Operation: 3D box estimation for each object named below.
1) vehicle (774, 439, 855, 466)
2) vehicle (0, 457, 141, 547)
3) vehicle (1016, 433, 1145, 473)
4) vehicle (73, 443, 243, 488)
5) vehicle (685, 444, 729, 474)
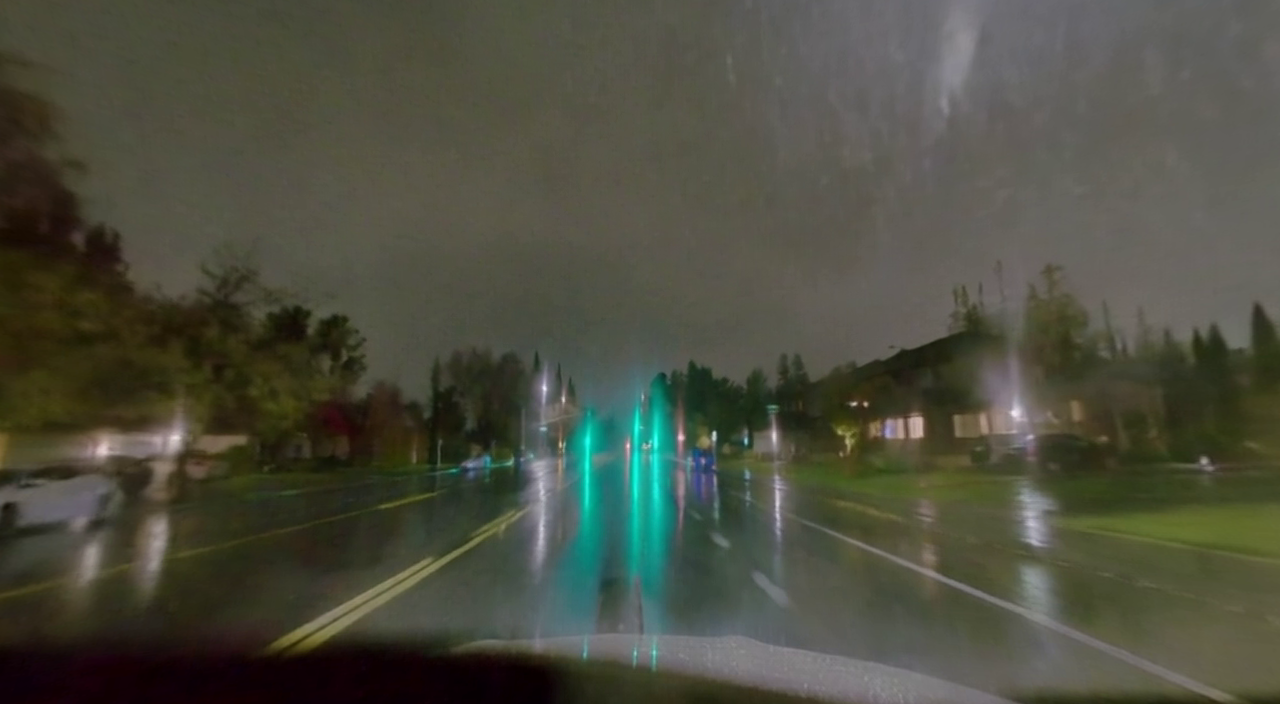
[{"bbox_3d":[11.701,6.752,42.601,4.860,1.772,2.007,1,-8,-4],"label":"vehicle"},{"bbox_3d":[-12.879,3.022,12.834,1.936,1.504,4.456,-2,-7,-2],"label":"vehicle"},{"bbox_3d":[18.108,4.166,26.126,3.858,1.583,1.931,0,-8,-2],"label":"vehicle"},{"bbox_3d":[-21.598,5.088,28.540,5.705,1.907,2.142,0,-9,-4],"label":"vehicle"},{"bbox_3d":[3.973,6.456,38.381,2.045,1.677,4.509,0,-8,-1],"label":"vehicle"}]
